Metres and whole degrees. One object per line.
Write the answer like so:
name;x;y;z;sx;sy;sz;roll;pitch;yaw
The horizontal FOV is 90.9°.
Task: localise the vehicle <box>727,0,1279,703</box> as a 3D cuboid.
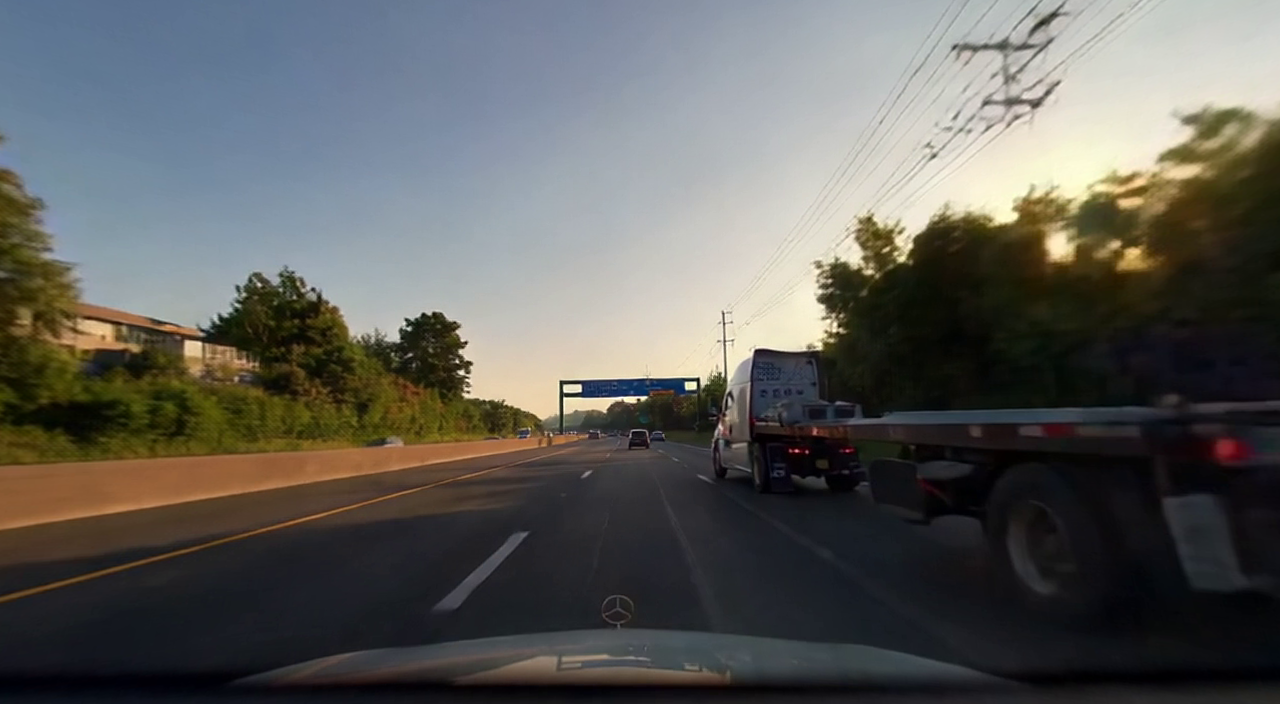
vehicle;3.676;0.252;7.839;2.944;3.973;13.227;0;-8;-1
